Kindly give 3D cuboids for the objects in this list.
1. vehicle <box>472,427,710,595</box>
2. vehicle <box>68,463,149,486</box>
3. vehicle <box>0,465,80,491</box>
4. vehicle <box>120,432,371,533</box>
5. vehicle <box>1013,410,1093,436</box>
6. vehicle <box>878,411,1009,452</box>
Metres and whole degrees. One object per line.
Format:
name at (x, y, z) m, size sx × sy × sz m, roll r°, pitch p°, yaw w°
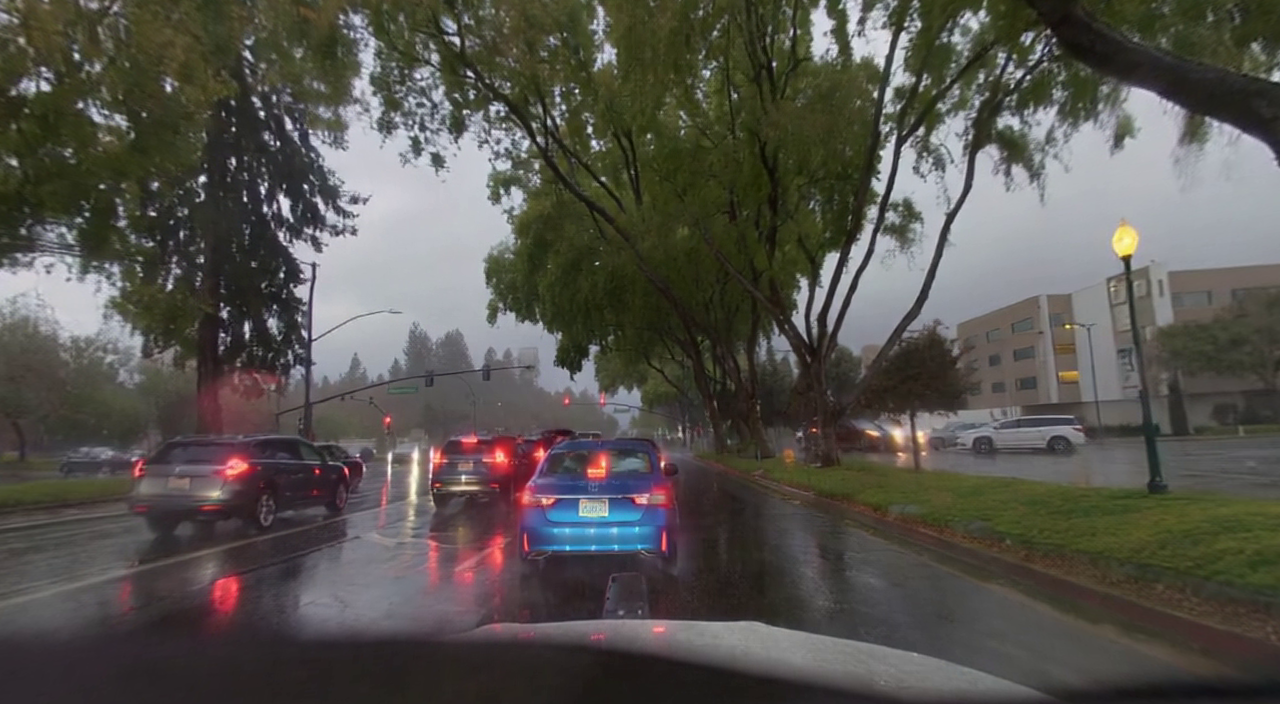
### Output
vehicle at (-0.420, 1.712, 7.631) m, size 2.104 × 1.472 × 3.946 m, roll 0°, pitch -9°, yaw 1°
vehicle at (-36.376, 8.389, 43.295) m, size 3.918 × 1.423 × 1.861 m, roll 0°, pitch -9°, yaw 1°
vehicle at (-36.610, 7.555, 37.930) m, size 4.093 × 1.440 × 1.804 m, roll 0°, pitch -9°, yaw -2°
vehicle at (-7.275, 2.431, 12.356) m, size 2.096 × 1.593 × 4.288 m, roll 0°, pitch -9°, yaw 1°
vehicle at (30.239, 5.259, 46.454) m, size 4.627 × 1.671 × 1.929 m, roll -5°, pitch -10°, yaw 28°
vehicle at (13.922, 3.701, 29.227) m, size 4.975 × 1.809 × 1.956 m, roll 0°, pitch -9°, yaw 1°
